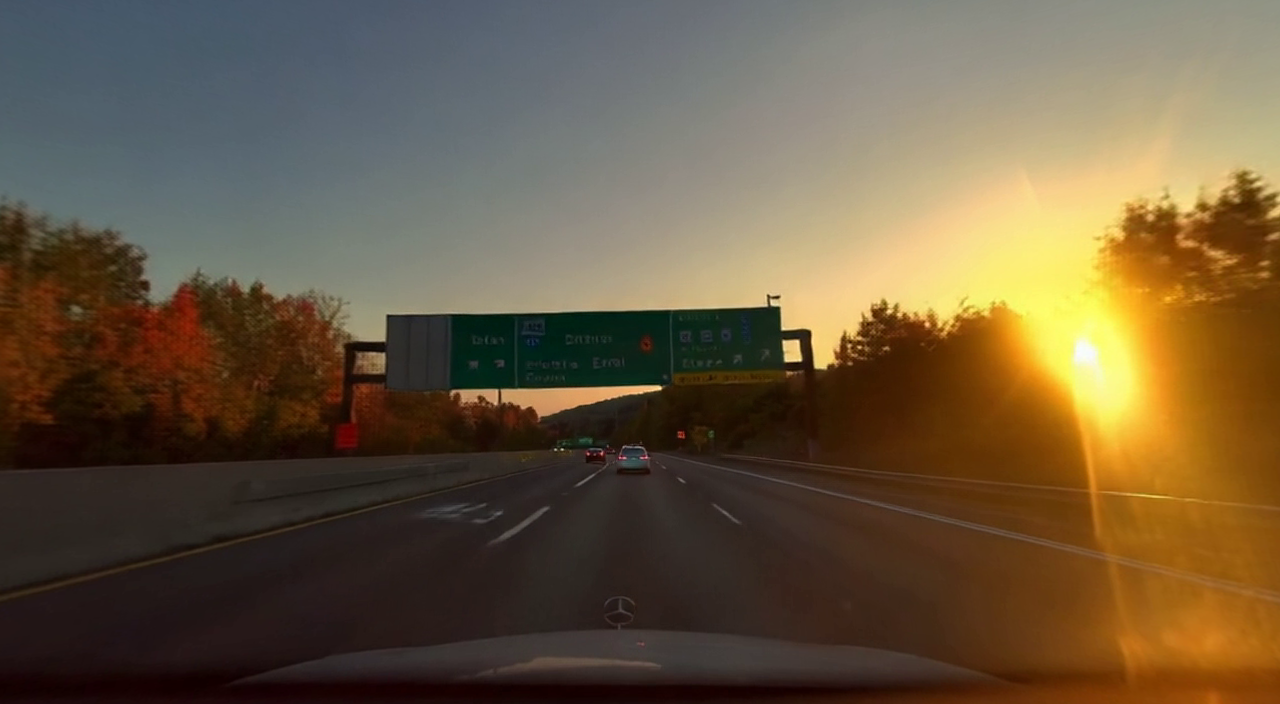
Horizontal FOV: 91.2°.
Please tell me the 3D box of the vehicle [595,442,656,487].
[{"bbox_3d":[-0.524,4.156,23.456,2.066,1.490,3.759,0,-9,-1],"label":"vehicle"}]
